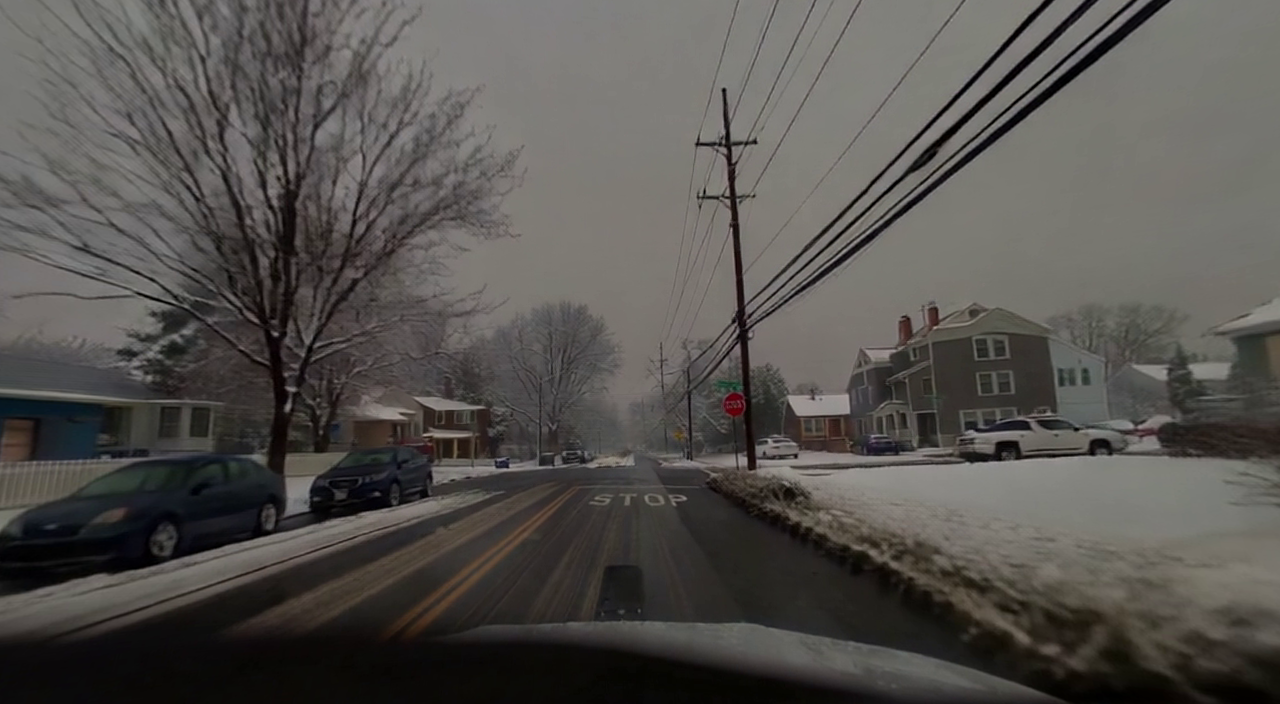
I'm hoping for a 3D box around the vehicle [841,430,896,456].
[{"bbox_3d":[15.706,6.331,43.679,2.025,1.689,4.342,0,-8,-2],"label":"vehicle"}]

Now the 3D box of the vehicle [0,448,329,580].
[{"bbox_3d":[-6.867,2.224,9.590,2.056,1.481,4.451,0,-8,-1],"label":"vehicle"}]

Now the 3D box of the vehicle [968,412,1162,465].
[{"bbox_3d":[16.757,3.458,25.187,6.022,1.953,2.250,0,-8,1],"label":"vehicle"}]

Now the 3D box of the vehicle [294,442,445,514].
[{"bbox_3d":[-6.735,3.151,16.312,2.026,1.560,4.062,-1,-8,1],"label":"vehicle"}]

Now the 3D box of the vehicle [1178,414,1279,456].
[{"bbox_3d":[24.510,3.349,25.349,4.031,1.624,1.896,0,-8,-1],"label":"vehicle"}]
